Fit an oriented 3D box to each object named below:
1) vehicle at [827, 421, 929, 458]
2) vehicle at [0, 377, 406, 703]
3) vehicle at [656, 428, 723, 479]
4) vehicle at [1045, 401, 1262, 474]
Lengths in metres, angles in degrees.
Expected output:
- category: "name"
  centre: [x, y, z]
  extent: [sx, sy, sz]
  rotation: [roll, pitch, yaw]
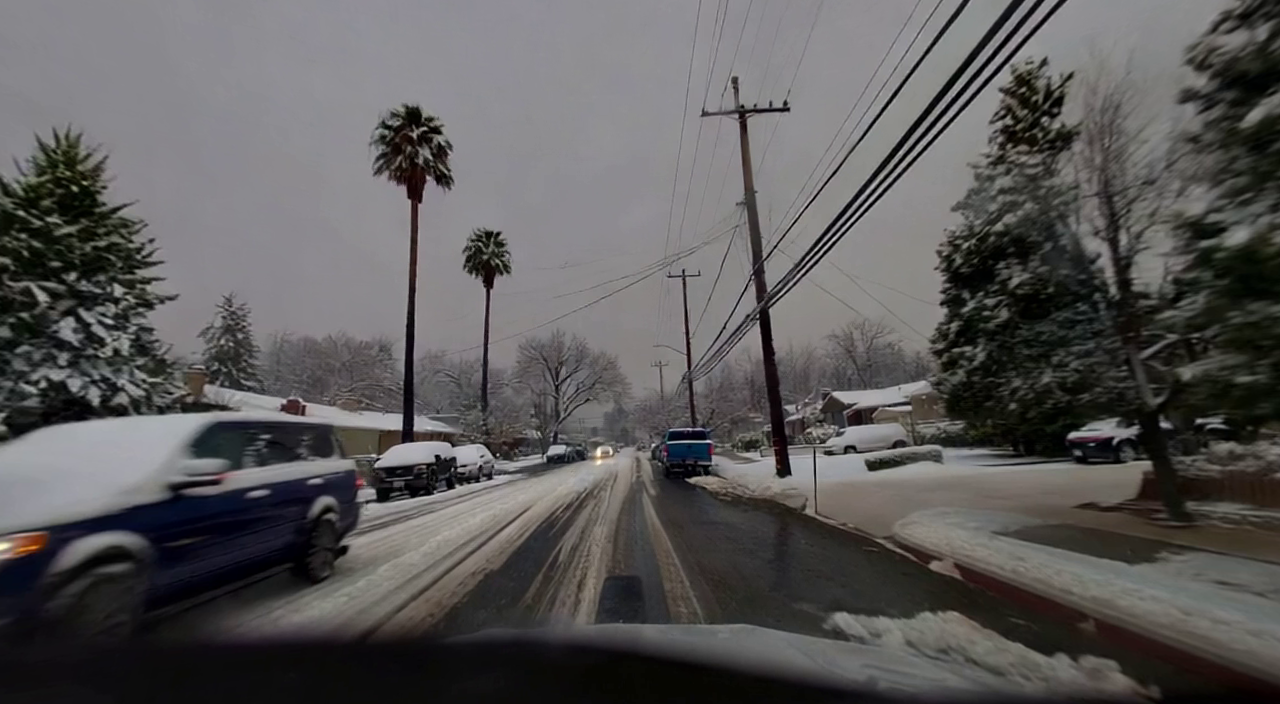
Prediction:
- category: "vehicle"
  centre: [13.226, 4.900, 35.364]
  extent: [4.778, 1.903, 2.205]
  rotation: [-1, -8, -3]
- category: "vehicle"
  centre: [-3.863, 1.349, 5.477]
  extent: [1.977, 1.785, 4.542]
  rotation: [0, -9, -1]
- category: "vehicle"
  centre: [2.067, 4.532, 28.490]
  extent: [2.437, 2.015, 6.511]
  rotation: [0, -9, -1]
- category: "vehicle"
  centre: [15.702, 2.642, 19.563]
  extent: [4.709, 1.785, 2.229]
  rotation: [-4, -7, -2]
